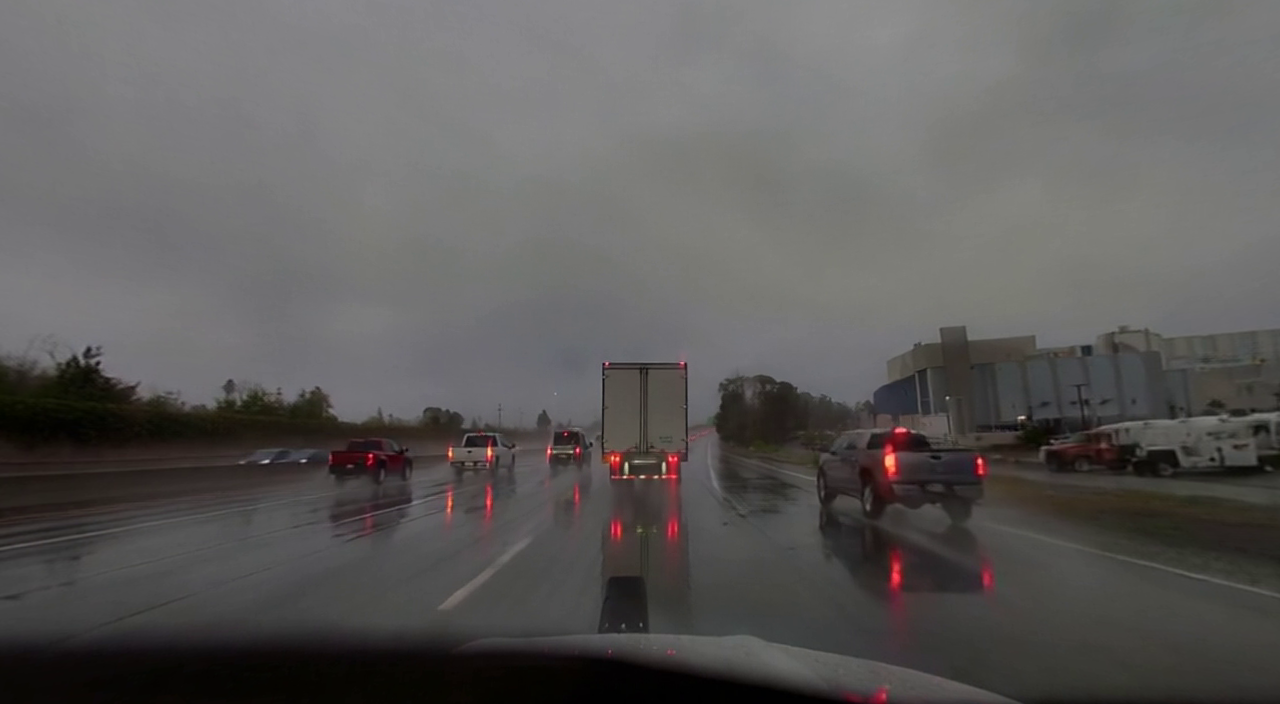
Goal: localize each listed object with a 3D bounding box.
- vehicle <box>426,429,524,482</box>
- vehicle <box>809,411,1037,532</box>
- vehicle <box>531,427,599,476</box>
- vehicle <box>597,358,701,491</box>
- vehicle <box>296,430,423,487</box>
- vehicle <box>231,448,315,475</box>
[{"bbox_3d":[-6.731,4.341,26.667,2.479,1.978,5.952,0,-9,1],"label":"vehicle"},{"bbox_3d":[4.889,2.151,11.920,2.137,1.796,4.817,0,-9,1],"label":"vehicle"},{"bbox_3d":[-3.353,4.684,29.798,2.379,2.075,6.169,0,-9,1],"label":"vehicle"},{"bbox_3d":[0.147,2.792,23.031,2.941,3.794,9.851,0,-9,-1],"label":"vehicle"},{"bbox_3d":[-10.319,3.981,23.876,2.089,1.885,5.888,0,-9,0],"label":"vehicle"},{"bbox_3d":[-20.966,6.273,36.250,2.078,1.429,4.607,0,-9,0],"label":"vehicle"}]
